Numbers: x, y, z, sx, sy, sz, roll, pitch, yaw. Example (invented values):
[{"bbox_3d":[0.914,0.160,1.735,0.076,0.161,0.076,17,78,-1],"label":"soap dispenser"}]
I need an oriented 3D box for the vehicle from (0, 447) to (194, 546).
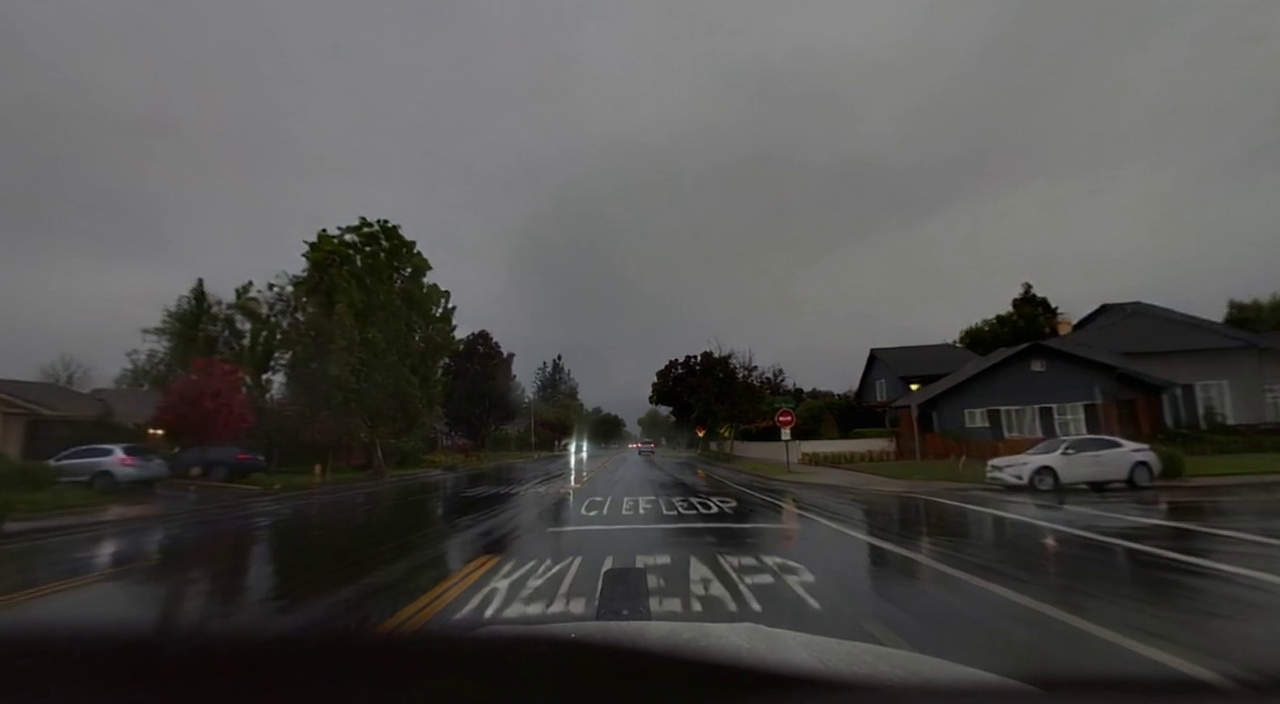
[{"bbox_3d":[-12.595,3.090,14.104,1.965,1.653,4.488,-3,-6,1],"label":"vehicle"}]

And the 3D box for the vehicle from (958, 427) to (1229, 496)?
[{"bbox_3d":[10.793,2.658,15.451,4.818,1.525,2.163,-2,-9,9],"label":"vehicle"}]

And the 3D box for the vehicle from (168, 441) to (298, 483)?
[{"bbox_3d":[-19.163,5.171,29.824,4.630,1.896,2.092,0,-9,0],"label":"vehicle"}]
